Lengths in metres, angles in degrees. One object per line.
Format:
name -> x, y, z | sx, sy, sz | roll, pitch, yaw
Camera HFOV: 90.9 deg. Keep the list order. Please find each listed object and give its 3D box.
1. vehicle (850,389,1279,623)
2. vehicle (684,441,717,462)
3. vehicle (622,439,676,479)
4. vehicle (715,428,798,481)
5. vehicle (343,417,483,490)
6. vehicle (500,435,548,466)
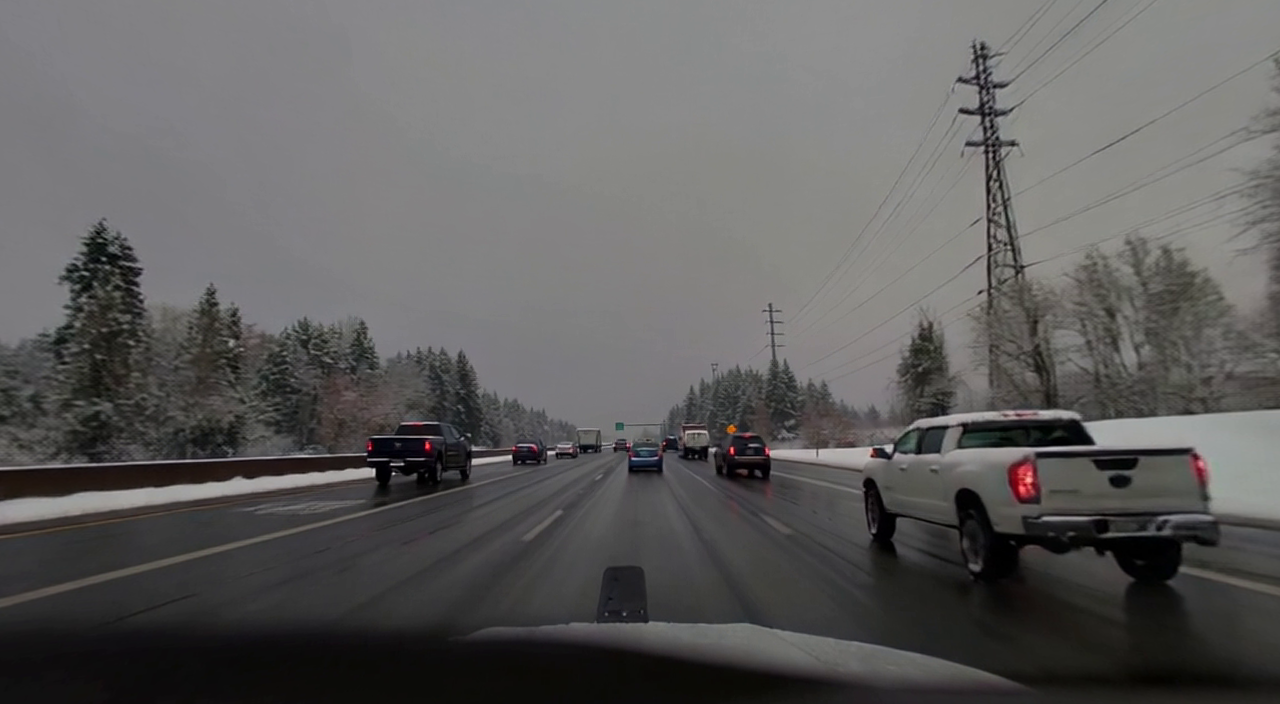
vehicle -> 4.012, 1.443, 6.825 | 2.002, 1.691, 4.290 | 0, -8, 0
vehicle -> 4.193, 6.954, 44.143 | 1.895, 1.429, 3.908 | 0, -8, 0
vehicle -> 0.322, 4.231, 25.223 | 1.966, 1.444, 3.986 | 0, -8, 0
vehicle -> 4.309, 3.890, 24.137 | 2.195, 1.778, 4.455 | 0, -9, -1
vehicle -> -6.873, 3.186, 20.006 | 2.269, 1.936, 5.777 | 0, -9, 0
vehicle -> -6.863, 5.904, 37.868 | 1.978, 1.680, 4.263 | 0, -9, 1
